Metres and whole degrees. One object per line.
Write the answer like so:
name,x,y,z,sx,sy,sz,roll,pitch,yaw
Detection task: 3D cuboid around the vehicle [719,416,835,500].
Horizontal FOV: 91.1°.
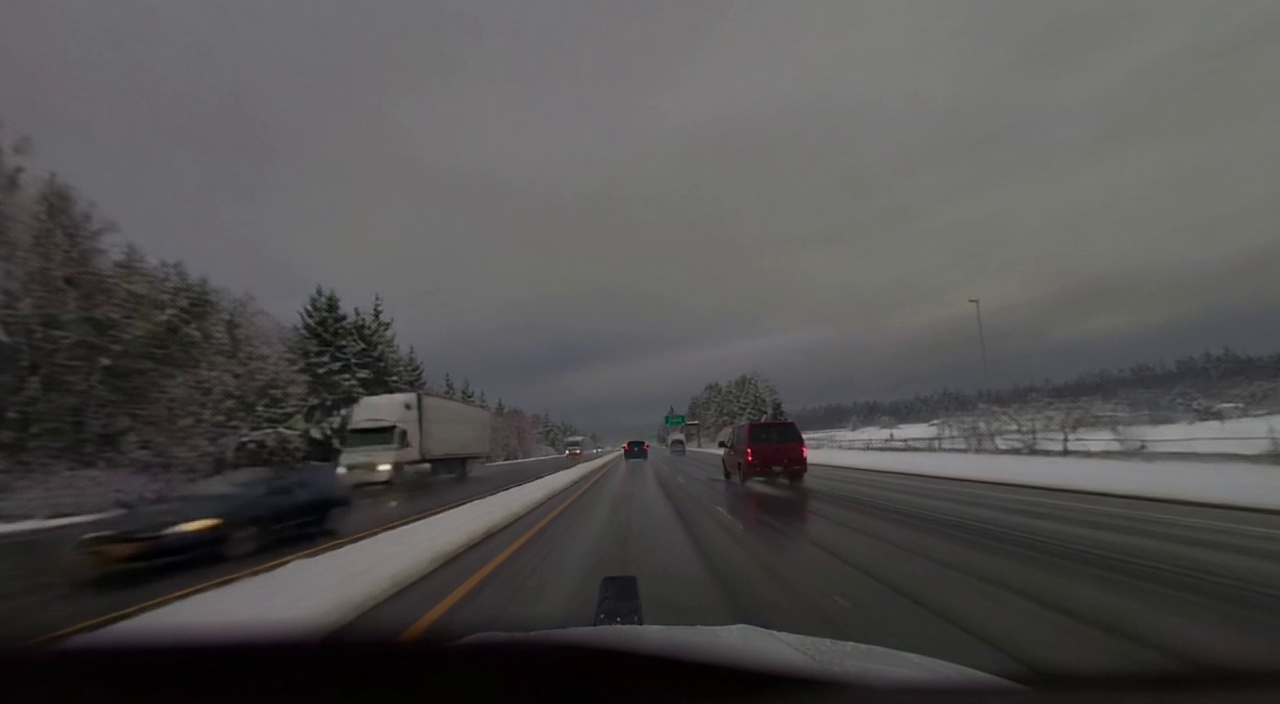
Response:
vehicle,3.569,2.879,17.386,1.981,1.984,4.623,0,-9,-2

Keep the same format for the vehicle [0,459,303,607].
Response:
vehicle,-6.953,2.293,8.895,1.901,1.462,4.439,0,-9,0

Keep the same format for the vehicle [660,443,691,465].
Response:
vehicle,2.741,8.051,49.555,2.123,1.620,4.959,0,-9,-1

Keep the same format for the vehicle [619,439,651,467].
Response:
vehicle,-0.348,7.254,45.332,2.192,1.912,4.524,0,-9,-1

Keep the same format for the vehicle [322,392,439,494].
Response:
vehicle,-10.709,3.821,26.362,3.343,3.964,3.305,0,-9,0
